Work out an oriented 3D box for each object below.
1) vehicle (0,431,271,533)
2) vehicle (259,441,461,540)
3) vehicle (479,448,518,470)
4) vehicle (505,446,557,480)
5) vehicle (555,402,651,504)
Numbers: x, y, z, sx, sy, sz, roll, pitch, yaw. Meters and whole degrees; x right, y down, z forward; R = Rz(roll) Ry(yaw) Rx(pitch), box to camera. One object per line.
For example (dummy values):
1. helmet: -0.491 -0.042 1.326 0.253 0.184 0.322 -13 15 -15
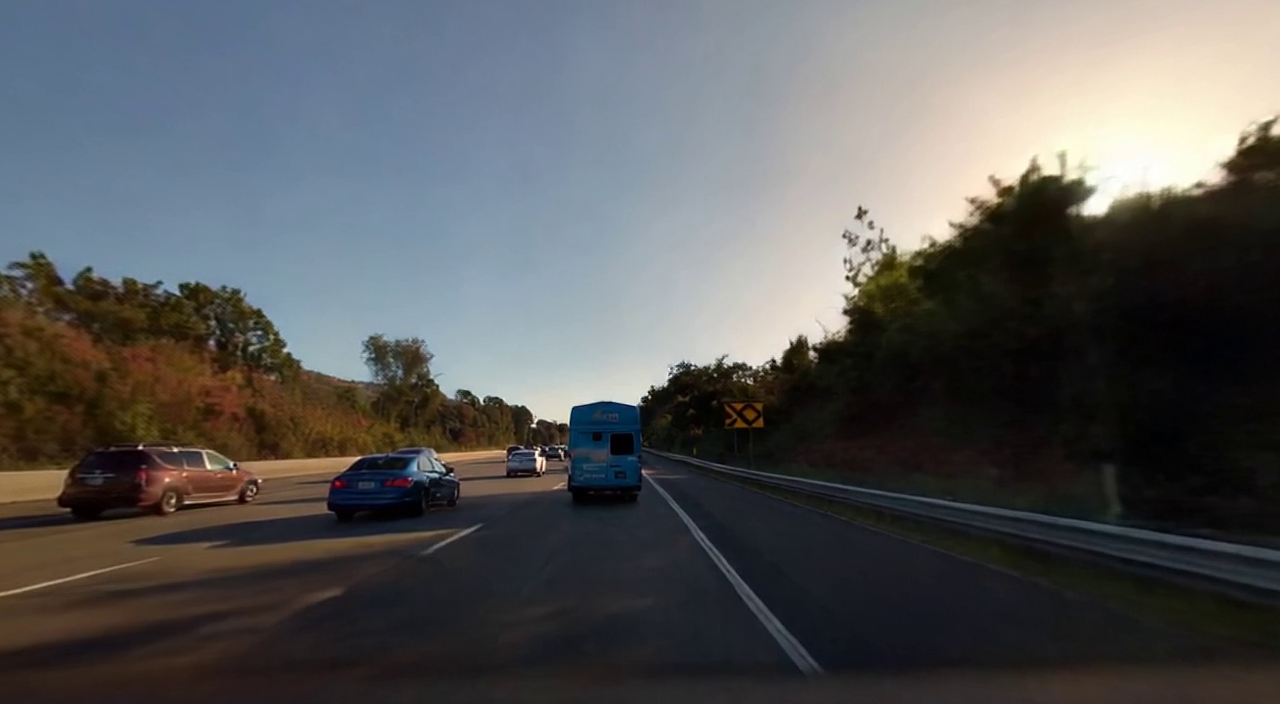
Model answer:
1. vehicle: -9.558 2.430 12.339 2.010 1.621 4.252 0 -9 0
2. vehicle: -4.762 2.383 11.464 1.876 1.438 4.072 0 -9 -1
3. vehicle: -10.100 7.653 45.126 1.886 1.462 4.084 0 -9 -1
4. vehicle: -5.085 5.241 29.834 1.872 1.480 3.545 0 -9 -1
5. vehicle: -0.961 2.946 18.562 2.394 2.556 5.232 0 -9 -1
